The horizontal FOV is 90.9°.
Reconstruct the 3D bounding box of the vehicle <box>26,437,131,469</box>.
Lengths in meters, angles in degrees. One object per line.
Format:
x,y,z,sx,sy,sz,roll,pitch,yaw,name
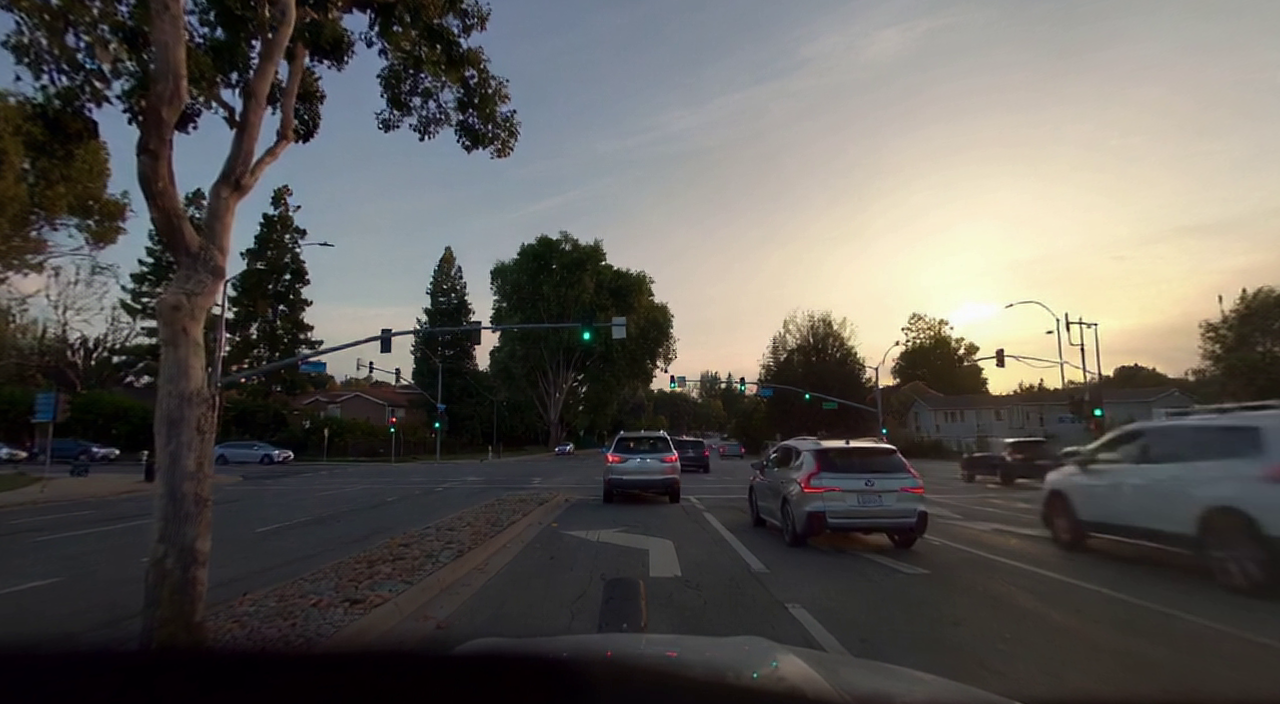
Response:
-36.880,6.650,41.512,4.771,1.778,2.032,3,-8,-3,vehicle

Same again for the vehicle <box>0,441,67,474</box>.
-35.032,5.799,34.935,4.465,1.693,1.959,2,-9,-1,vehicle

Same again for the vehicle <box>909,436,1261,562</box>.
6.213,2.070,9.768,1.995,1.452,4.754,0,-8,0,vehicle

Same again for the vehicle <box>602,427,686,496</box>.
0.048,3.044,17.878,2.099,1.705,4.020,0,-8,-2,vehicle

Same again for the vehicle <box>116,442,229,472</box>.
-26.349,5.907,35.629,4.724,1.630,1.968,0,-8,-3,vehicle

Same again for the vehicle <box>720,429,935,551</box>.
2.587,2.030,10.013,2.009,1.480,4.423,0,-8,-1,vehicle
